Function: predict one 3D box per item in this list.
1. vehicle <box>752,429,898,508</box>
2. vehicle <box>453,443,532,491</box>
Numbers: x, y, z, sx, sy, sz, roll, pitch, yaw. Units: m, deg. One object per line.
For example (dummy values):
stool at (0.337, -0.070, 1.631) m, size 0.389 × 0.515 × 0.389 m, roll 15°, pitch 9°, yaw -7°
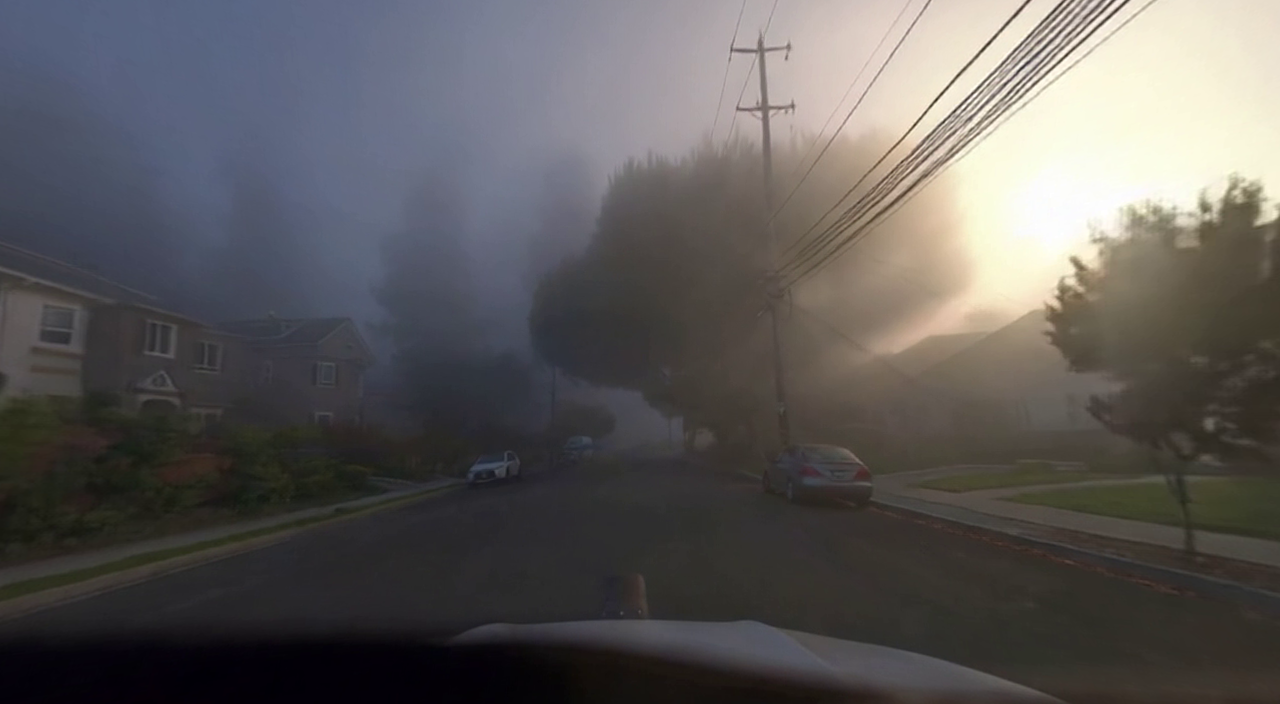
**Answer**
vehicle at (4.104, 2.645, 14.781) m, size 2.020 × 1.558 × 3.925 m, roll 0°, pitch -8°, yaw -3°
vehicle at (-5.875, 4.608, 25.830) m, size 1.954 × 1.551 × 5.128 m, roll -3°, pitch -7°, yaw 0°
